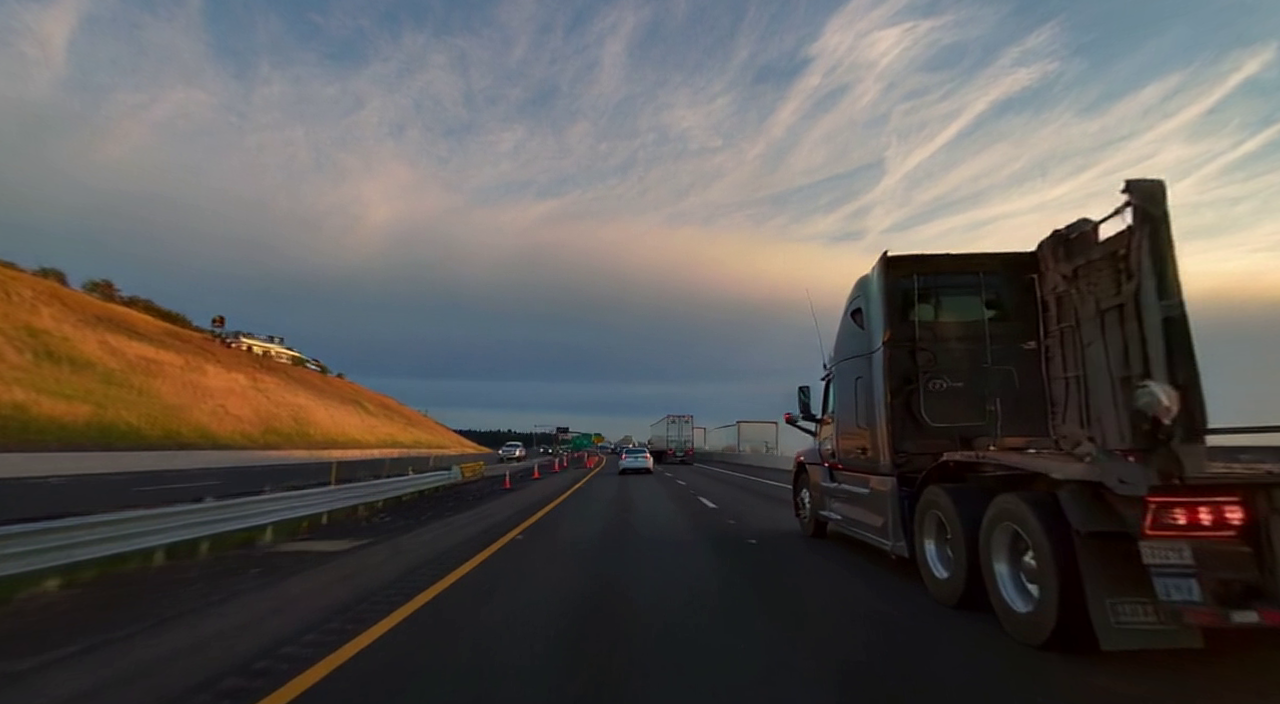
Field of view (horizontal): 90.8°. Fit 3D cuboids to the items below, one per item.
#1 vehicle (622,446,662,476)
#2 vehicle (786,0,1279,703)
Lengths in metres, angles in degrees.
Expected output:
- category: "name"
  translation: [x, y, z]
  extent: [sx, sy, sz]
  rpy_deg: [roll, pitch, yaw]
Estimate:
- category: "vehicle"
  translation: [0.055, 5.463, 31.792]
  extent: [1.927, 1.437, 3.794]
  rpy_deg: [0, -9, -1]
- category: "vehicle"
  translation: [3.671, 0.286, 6.009]
  extent: [2.990, 3.934, 6.180]
  rpy_deg: [0, -9, 0]
